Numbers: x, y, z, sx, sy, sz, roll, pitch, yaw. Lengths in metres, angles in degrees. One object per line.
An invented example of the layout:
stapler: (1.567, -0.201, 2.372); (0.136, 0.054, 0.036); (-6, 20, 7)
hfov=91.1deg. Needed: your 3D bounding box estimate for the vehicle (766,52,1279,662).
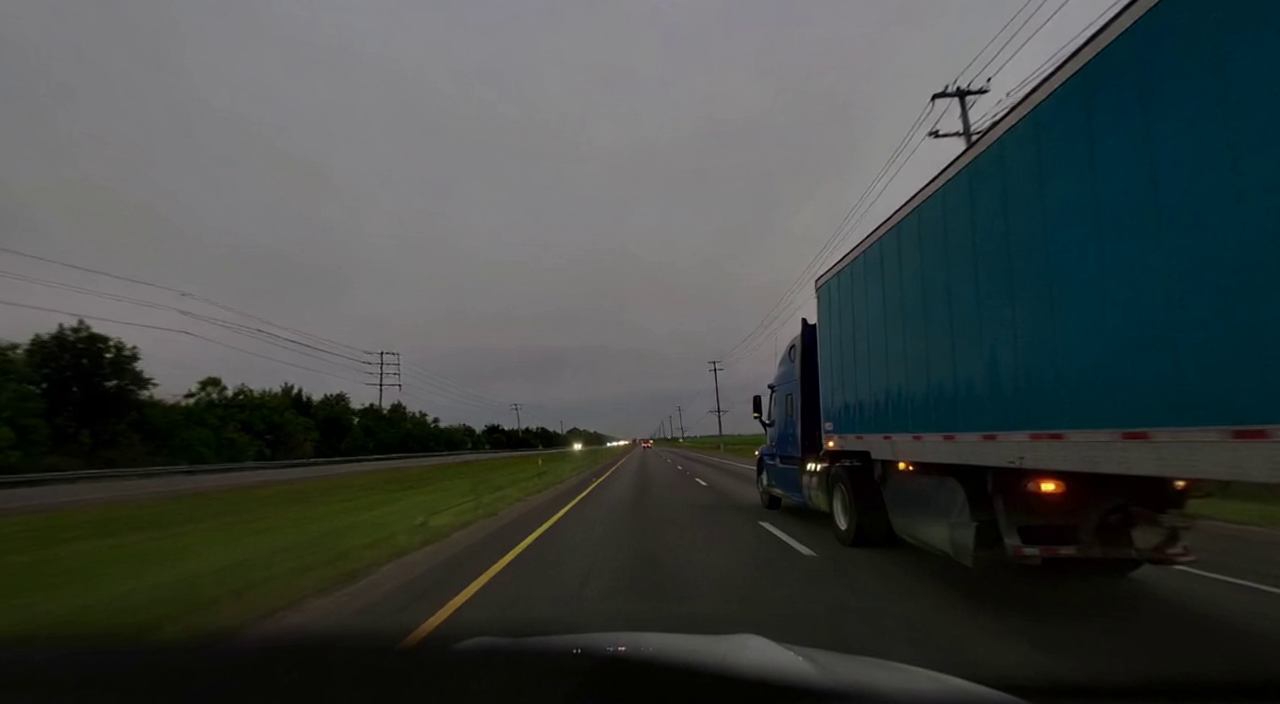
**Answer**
vehicle: (4.084, 0.511, 8.156); (3.031, 3.879, 8.478); (0, -8, 0)
